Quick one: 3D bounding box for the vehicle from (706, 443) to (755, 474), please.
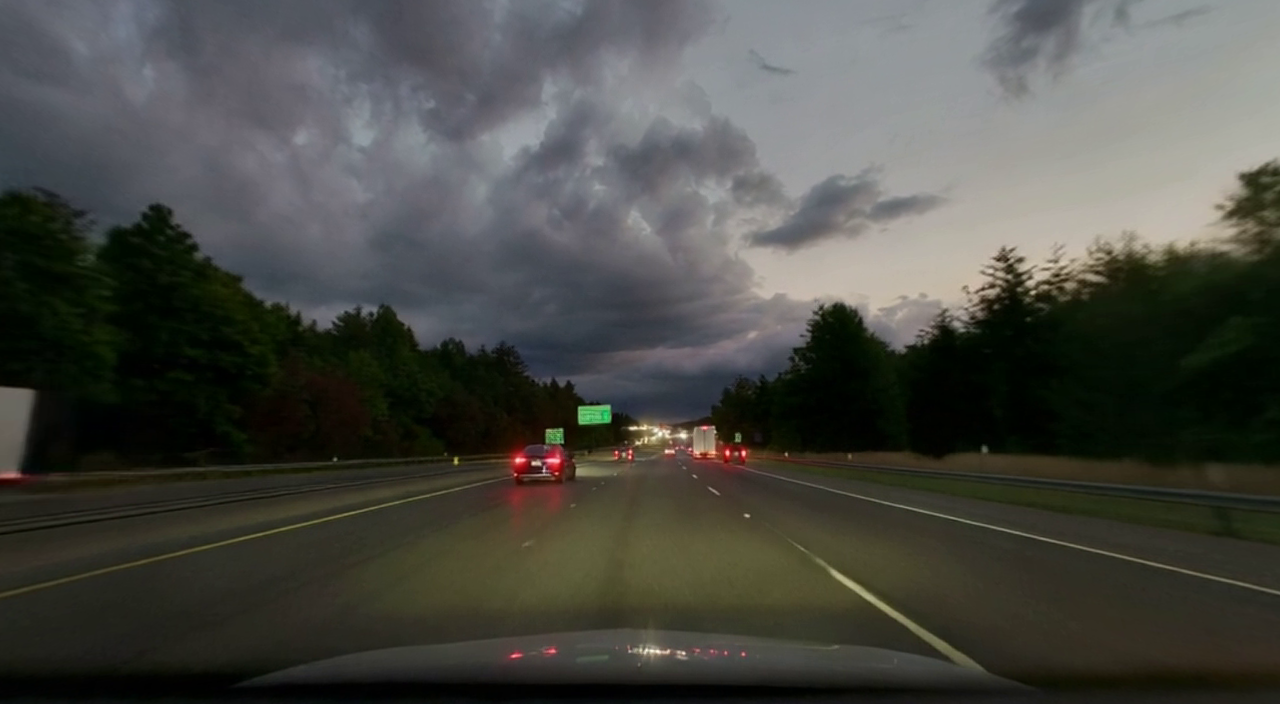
[{"bbox_3d":[4.964,5.915,35.091,2.176,1.598,3.878,0,-9,1],"label":"vehicle"}]

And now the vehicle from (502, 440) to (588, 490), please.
[{"bbox_3d":[-3.180,3.918,22.177,2.085,1.530,4.809,0,-9,2],"label":"vehicle"}]
